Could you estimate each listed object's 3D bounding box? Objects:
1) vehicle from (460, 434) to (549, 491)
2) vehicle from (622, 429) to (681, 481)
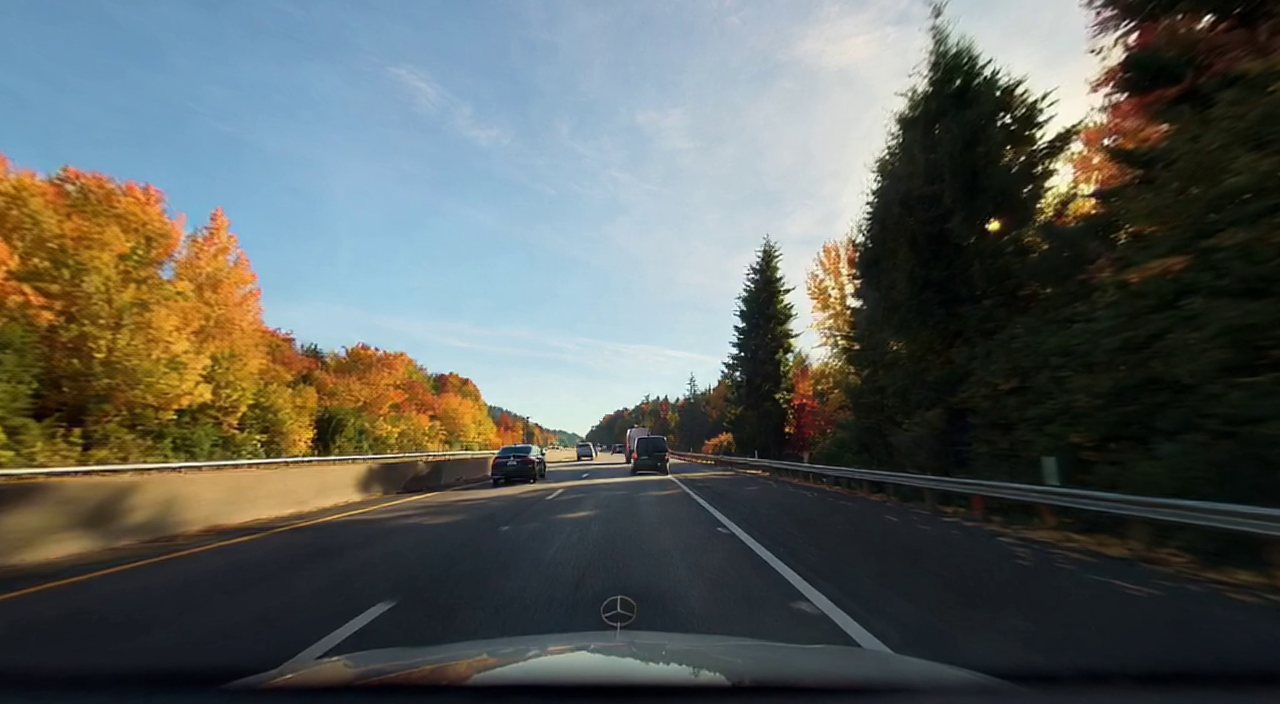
[{"bbox_3d":[-4.425,3.678,21.197,2.088,1.688,4.365,0,-9,-1],"label":"vehicle"},{"bbox_3d":[0.396,4.243,25.897,2.179,1.930,4.538,0,-9,-1],"label":"vehicle"}]
